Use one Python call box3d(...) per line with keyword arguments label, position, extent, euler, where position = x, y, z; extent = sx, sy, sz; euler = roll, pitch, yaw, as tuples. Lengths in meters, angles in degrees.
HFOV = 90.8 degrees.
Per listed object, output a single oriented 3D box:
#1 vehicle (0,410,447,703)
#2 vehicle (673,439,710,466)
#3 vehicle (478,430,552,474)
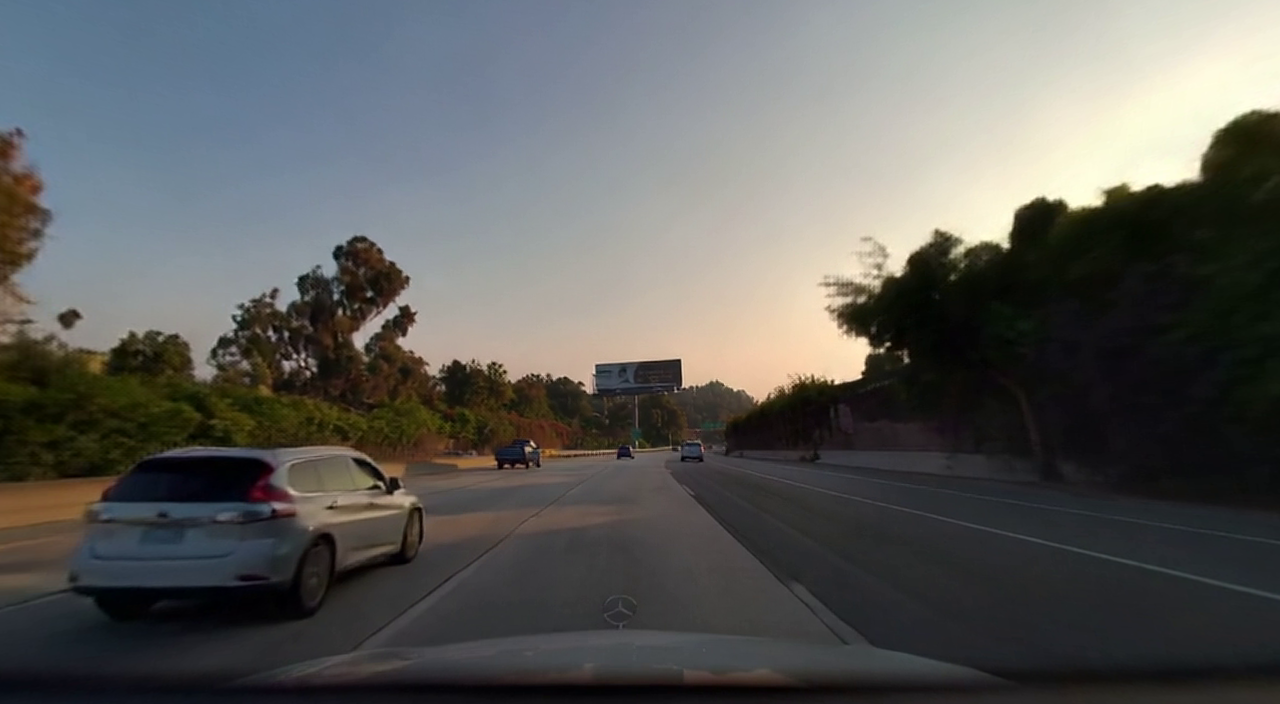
box3d(label="vehicle", position=(-3.215, 1.297, 4.615), extent=(2.192, 1.482, 4.454), euler=(0, -8, 0))
box3d(label="vehicle", position=(3.617, 7.240, 45.497), extent=(2.211, 1.814, 4.404), euler=(0, -9, -1))
box3d(label="vehicle", position=(-6.300, 5.153, 32.721), extent=(2.383, 2.048, 5.875), euler=(-1, -9, 3))
